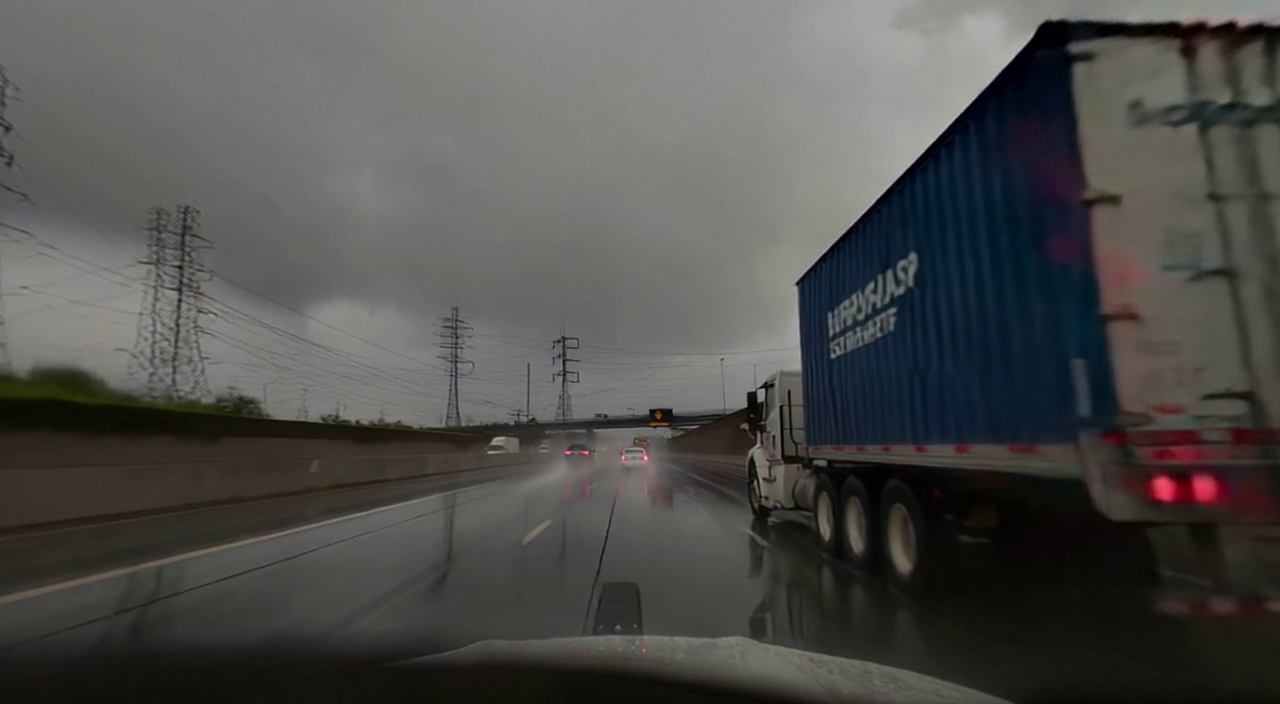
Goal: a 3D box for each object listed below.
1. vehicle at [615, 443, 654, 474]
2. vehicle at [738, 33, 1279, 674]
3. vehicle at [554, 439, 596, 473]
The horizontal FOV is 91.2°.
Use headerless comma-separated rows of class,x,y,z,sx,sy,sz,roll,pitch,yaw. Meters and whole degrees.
vehicle,-0.286,5.857,34.663,2.004,1.615,4.113,0,-9,0
vehicle,3.813,0.625,8.801,3.011,3.930,10.078,0,-9,-1
vehicle,-3.884,6.362,38.545,2.077,1.884,4.961,0,-9,0
